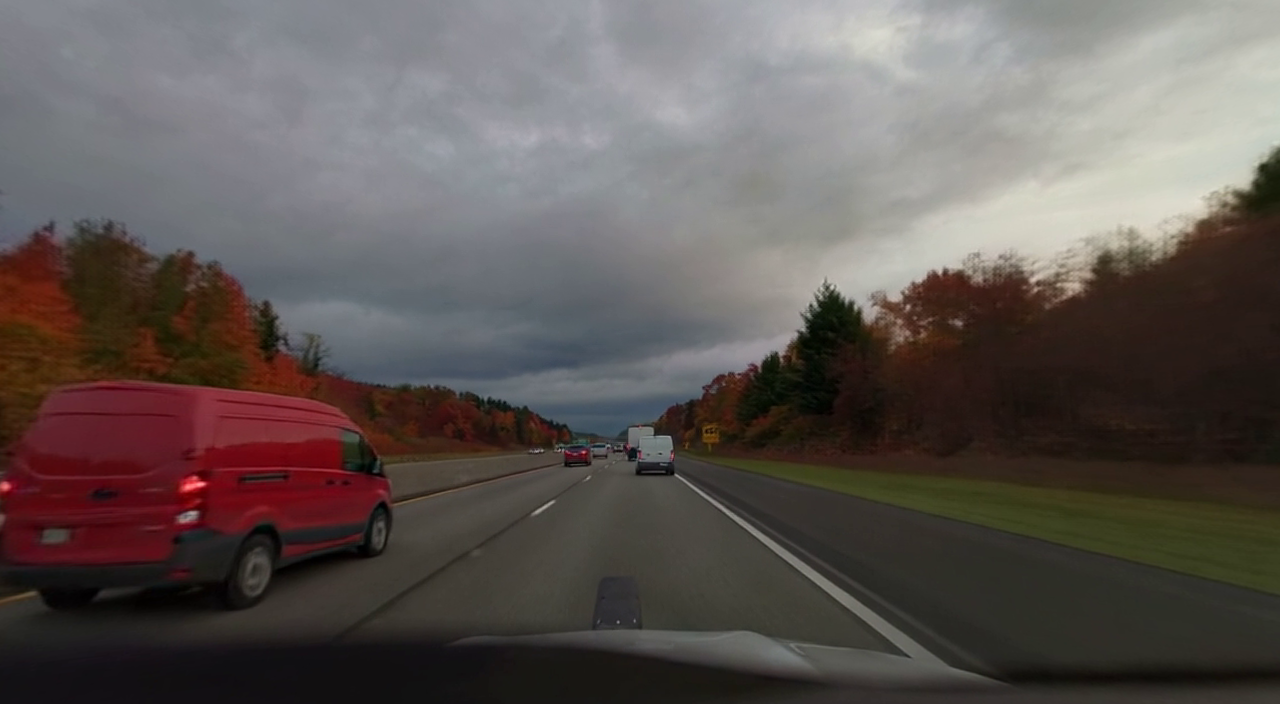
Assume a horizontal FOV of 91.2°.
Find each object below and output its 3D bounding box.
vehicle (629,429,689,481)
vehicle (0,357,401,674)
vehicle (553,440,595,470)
[{"bbox_3d":[0.669,4.195,25.722,2.179,1.930,4.538,0,-9,-2],"label":"vehicle"},{"bbox_3d":[-3.887,1.218,5.563,2.021,1.790,3.907,0,-9,-1],"label":"vehicle"},{"bbox_3d":[-3.936,6.245,38.073,2.088,1.688,4.365,0,-9,-1],"label":"vehicle"}]
